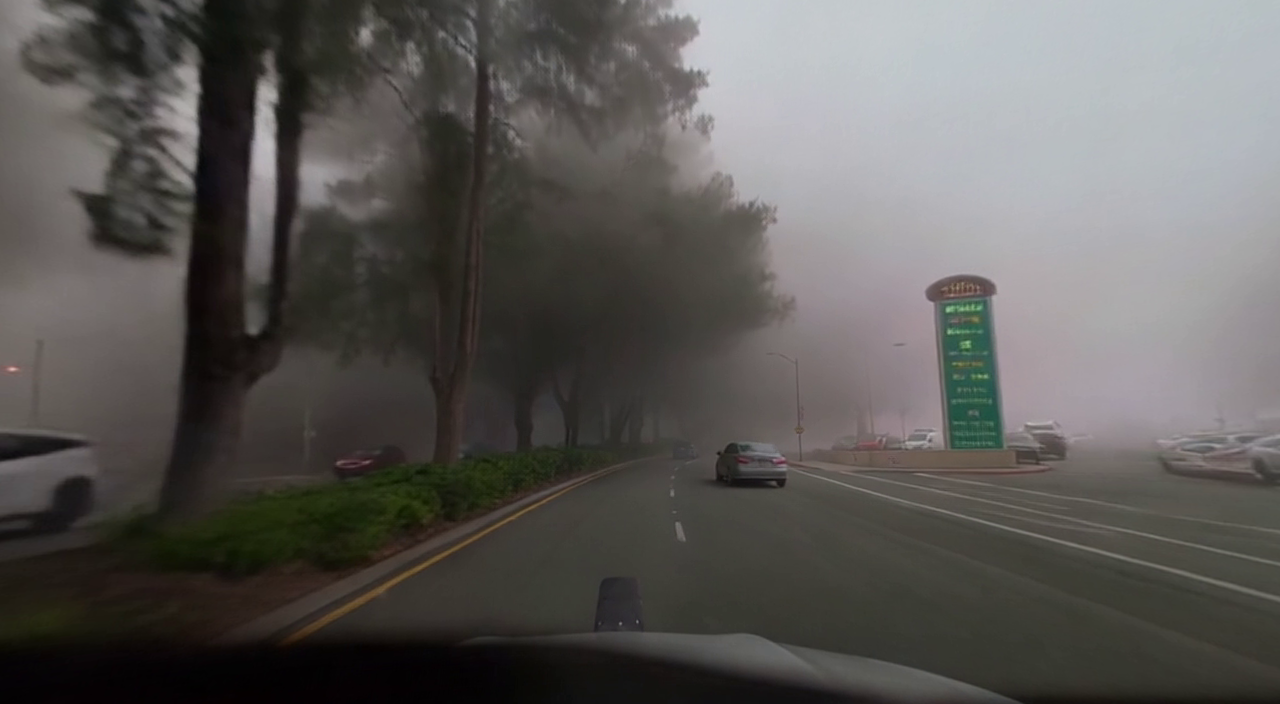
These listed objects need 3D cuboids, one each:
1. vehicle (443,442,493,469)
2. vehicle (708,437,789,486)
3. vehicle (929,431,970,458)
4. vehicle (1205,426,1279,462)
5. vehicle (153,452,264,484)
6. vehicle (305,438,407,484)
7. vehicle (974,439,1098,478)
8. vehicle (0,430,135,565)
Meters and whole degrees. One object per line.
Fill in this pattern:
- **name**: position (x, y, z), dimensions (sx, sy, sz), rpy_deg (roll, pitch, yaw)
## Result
- **vehicle**: position (-11.591, 6.982, 42.856), dimensions (1.778, 1.647, 4.072), rpy_deg (-2, -8, 9)
- **vehicle**: position (3.641, 3.767, 22.100), dimensions (2.132, 1.497, 4.827), rpy_deg (-1, -8, 2)
- **vehicle**: position (22.567, 6.779, 46.165), dimensions (2.406, 1.847, 5.320), rpy_deg (-4, -9, 25)
- **vehicle**: position (31.411, 4.551, 31.244), dimensions (4.622, 1.719, 1.950), rpy_deg (-4, -9, 25)
- **vehicle**: position (-22.016, 5.920, 32.328), dimensions (4.389, 1.518, 1.930), rpy_deg (-1, -9, 6)
- **vehicle**: position (-11.747, 4.524, 26.524), dimensions (1.951, 1.731, 4.440), rpy_deg (-1, -9, 4)
- **vehicle**: position (17.885, 4.855, 28.794), dimensions (4.512, 1.561, 1.846), rpy_deg (-7, -11, 29)
- **vehicle**: position (-9.119, 1.824, 7.832), dimensions (2.045, 1.689, 4.545), rpy_deg (0, -8, -2)
